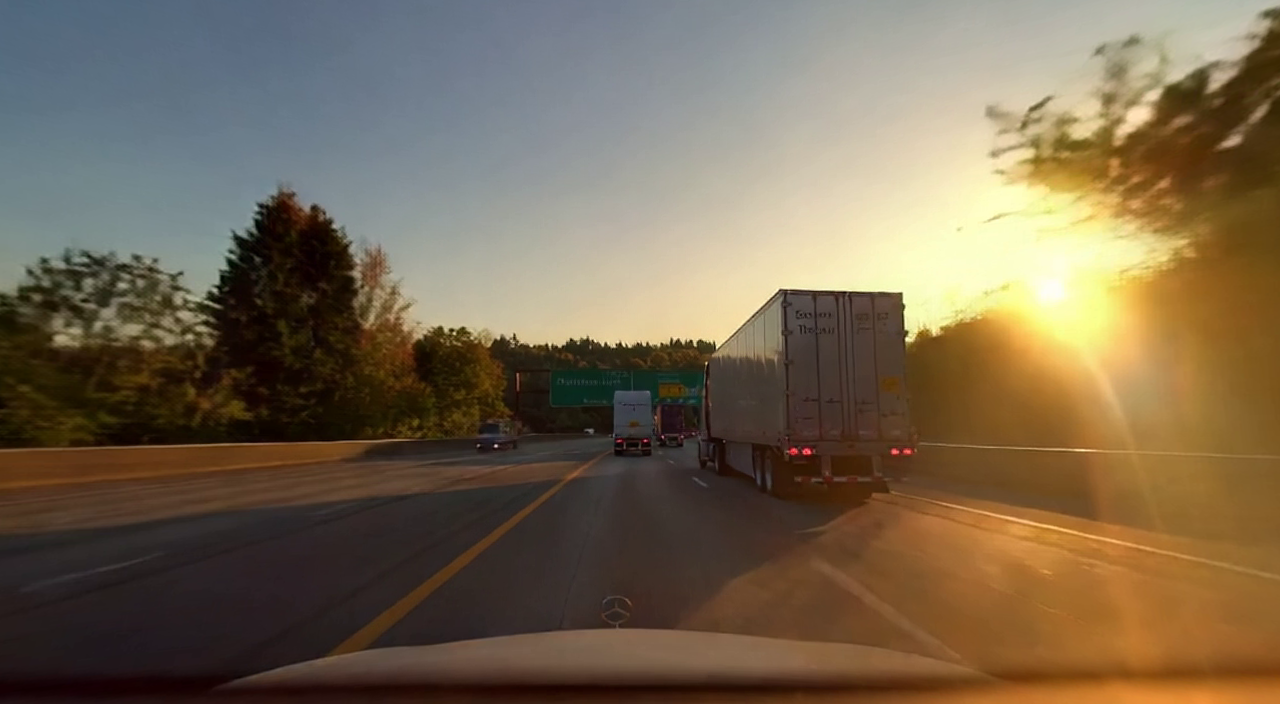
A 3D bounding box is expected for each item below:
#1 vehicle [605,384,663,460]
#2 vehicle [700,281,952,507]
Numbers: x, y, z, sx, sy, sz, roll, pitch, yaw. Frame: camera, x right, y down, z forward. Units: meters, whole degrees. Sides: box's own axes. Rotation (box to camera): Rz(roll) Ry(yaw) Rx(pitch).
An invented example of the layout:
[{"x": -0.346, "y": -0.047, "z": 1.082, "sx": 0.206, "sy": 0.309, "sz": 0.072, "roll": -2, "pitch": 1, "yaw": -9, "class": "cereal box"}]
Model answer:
[{"x": -0.392, "y": 4.290, "z": 37.520, "sx": 2.958, "sy": 3.917, "sz": 10.196, "roll": 0, "pitch": -8, "yaw": -1, "class": "vehicle"}, {"x": 4.052, "y": 1.704, "z": 18.796, "sx": 2.856, "sy": 4.145, "sz": 14.500, "roll": 0, "pitch": -8, "yaw": -1, "class": "vehicle"}]
